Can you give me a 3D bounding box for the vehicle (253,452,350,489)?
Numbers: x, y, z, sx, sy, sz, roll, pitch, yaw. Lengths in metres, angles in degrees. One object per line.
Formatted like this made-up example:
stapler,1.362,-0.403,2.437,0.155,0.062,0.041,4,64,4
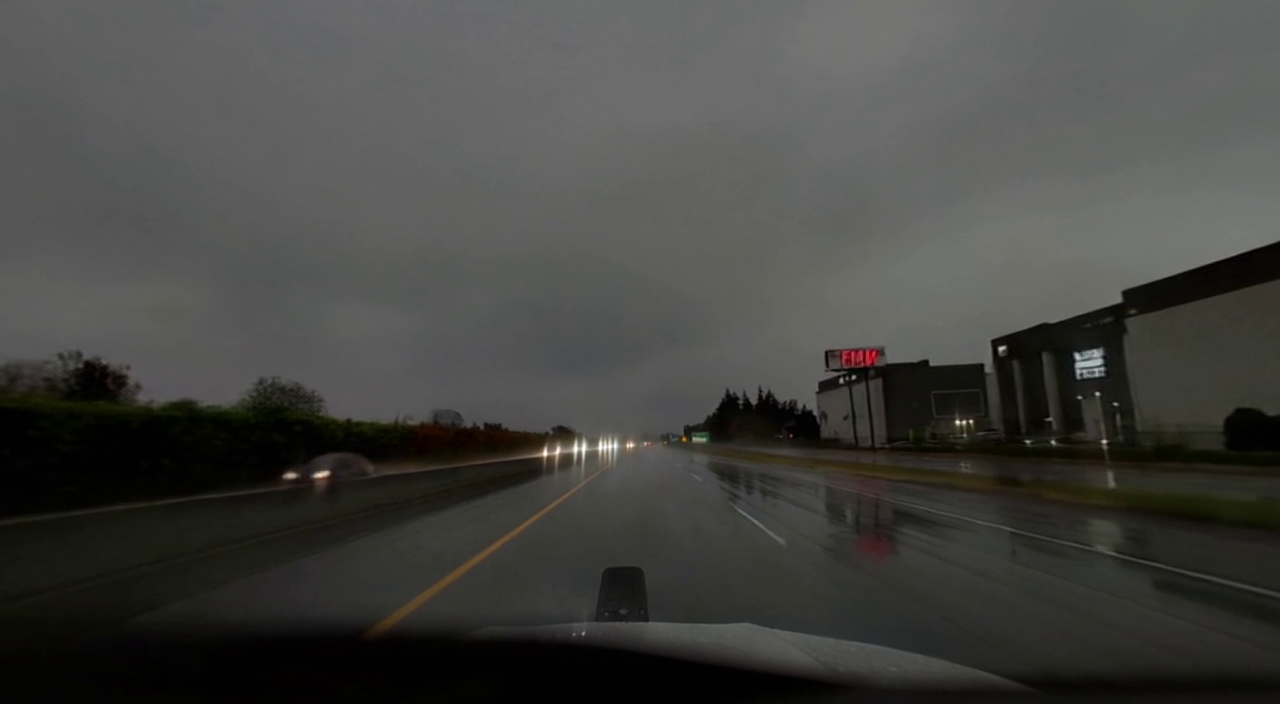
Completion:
vehicle,-14.877,5.198,28.054,1.827,1.441,4.388,0,-8,1
